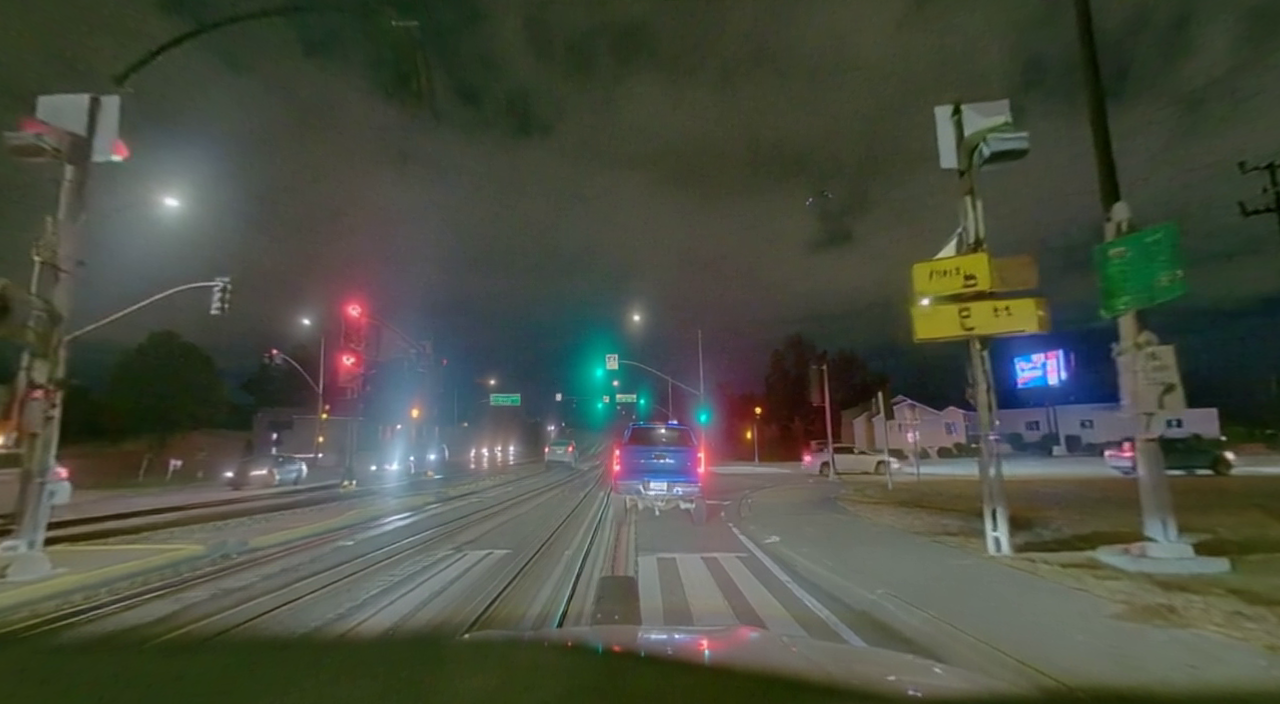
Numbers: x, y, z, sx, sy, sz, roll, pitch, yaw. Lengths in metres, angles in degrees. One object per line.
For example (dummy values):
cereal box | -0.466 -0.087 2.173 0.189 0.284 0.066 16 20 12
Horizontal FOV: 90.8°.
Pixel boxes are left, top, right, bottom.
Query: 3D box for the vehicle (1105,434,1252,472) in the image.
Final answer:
vehicle | 29.092 5.486 34.250 5.980 1.933 2.401 1 -9 -5

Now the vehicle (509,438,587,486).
vehicle | -3.126 3.865 22.570 2.004 1.482 4.799 0 -9 1

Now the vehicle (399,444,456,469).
vehicle | -13.372 6.608 40.068 2.027 1.482 4.711 0 -9 -1

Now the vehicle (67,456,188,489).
vehicle | -24.943 5.818 30.810 4.688 1.448 2.028 -2 -9 13

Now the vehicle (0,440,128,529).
vehicle | -12.610 2.486 12.003 1.945 1.590 4.651 1 -9 -2

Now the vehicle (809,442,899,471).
vehicle | 11.764 5.724 34.699 4.412 1.494 2.136 5 -10 -27

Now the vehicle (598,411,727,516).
vehicle | 0.585 2.472 14.506 2.404 1.926 5.251 0 -9 4

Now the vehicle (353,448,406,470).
vehicle | -17.346 7.111 42.258 1.880 1.377 4.201 1 -9 -1

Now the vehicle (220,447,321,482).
vehicle | -17.125 5.207 29.605 1.964 1.465 4.638 0 -9 -1
